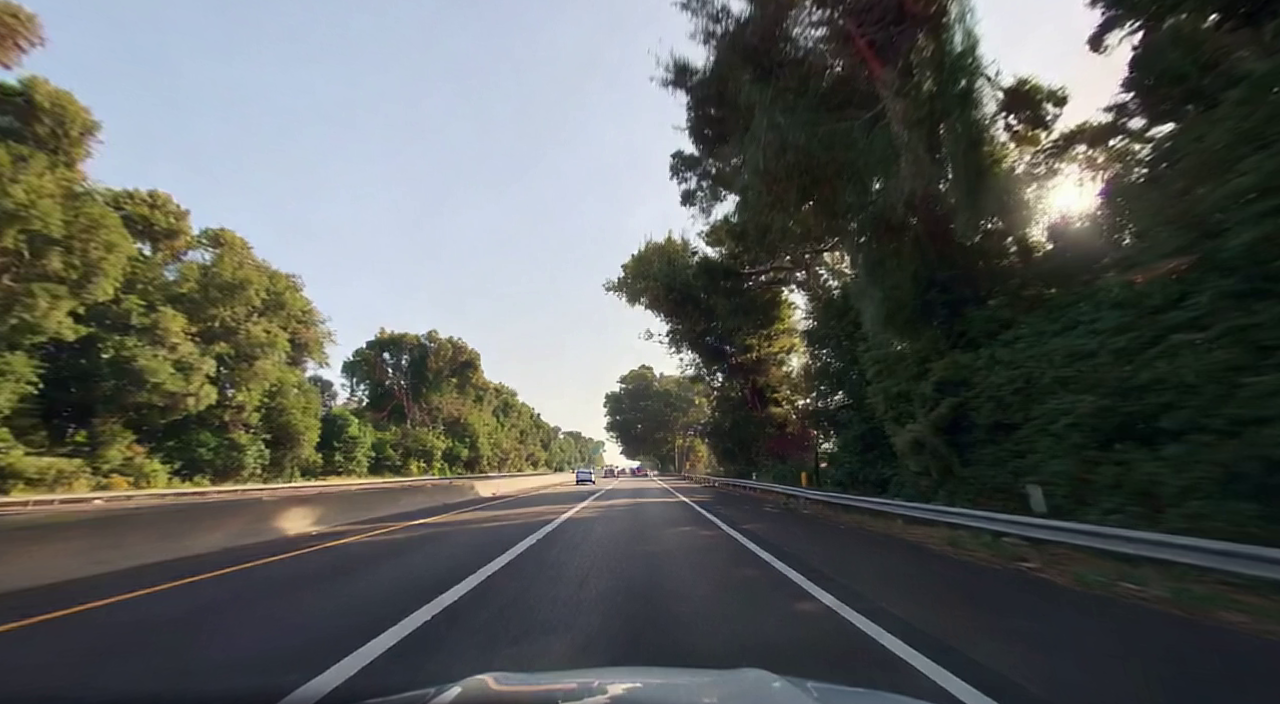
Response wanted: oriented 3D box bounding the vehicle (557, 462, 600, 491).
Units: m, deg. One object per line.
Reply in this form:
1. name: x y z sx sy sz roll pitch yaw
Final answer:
1. vehicle: -3.559 7.355 37.304 2.109 1.532 4.234 1 -11 0
